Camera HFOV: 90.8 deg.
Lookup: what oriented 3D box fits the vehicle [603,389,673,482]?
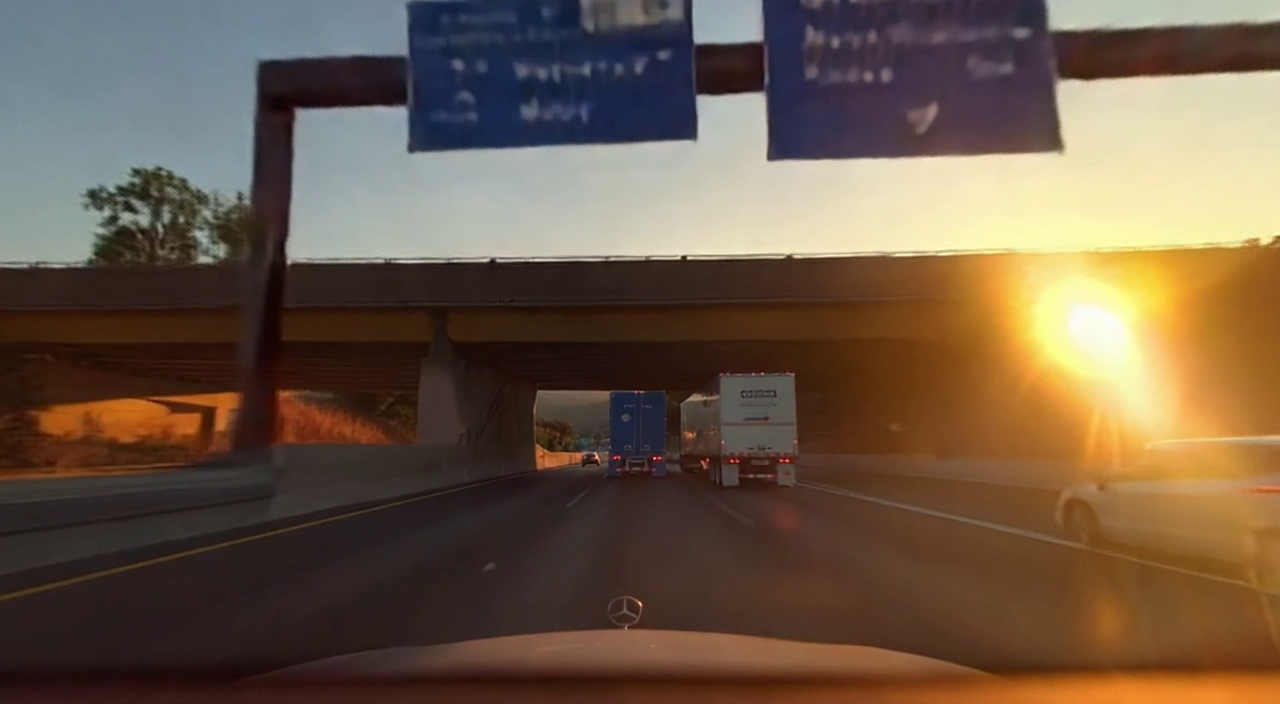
[{"bbox_3d":[-0.095,4.153,30.855,2.864,3.805,9.709,0,-9,0],"label":"vehicle"}]

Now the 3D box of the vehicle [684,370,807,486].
[{"bbox_3d":[4.277,3.810,29.872,3.044,4.128,14.482,0,-9,-1],"label":"vehicle"}]

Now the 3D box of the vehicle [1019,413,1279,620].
[{"bbox_3d":[5.877,1.381,5.726,2.086,1.530,4.808,-1,-9,3],"label":"vehicle"}]
